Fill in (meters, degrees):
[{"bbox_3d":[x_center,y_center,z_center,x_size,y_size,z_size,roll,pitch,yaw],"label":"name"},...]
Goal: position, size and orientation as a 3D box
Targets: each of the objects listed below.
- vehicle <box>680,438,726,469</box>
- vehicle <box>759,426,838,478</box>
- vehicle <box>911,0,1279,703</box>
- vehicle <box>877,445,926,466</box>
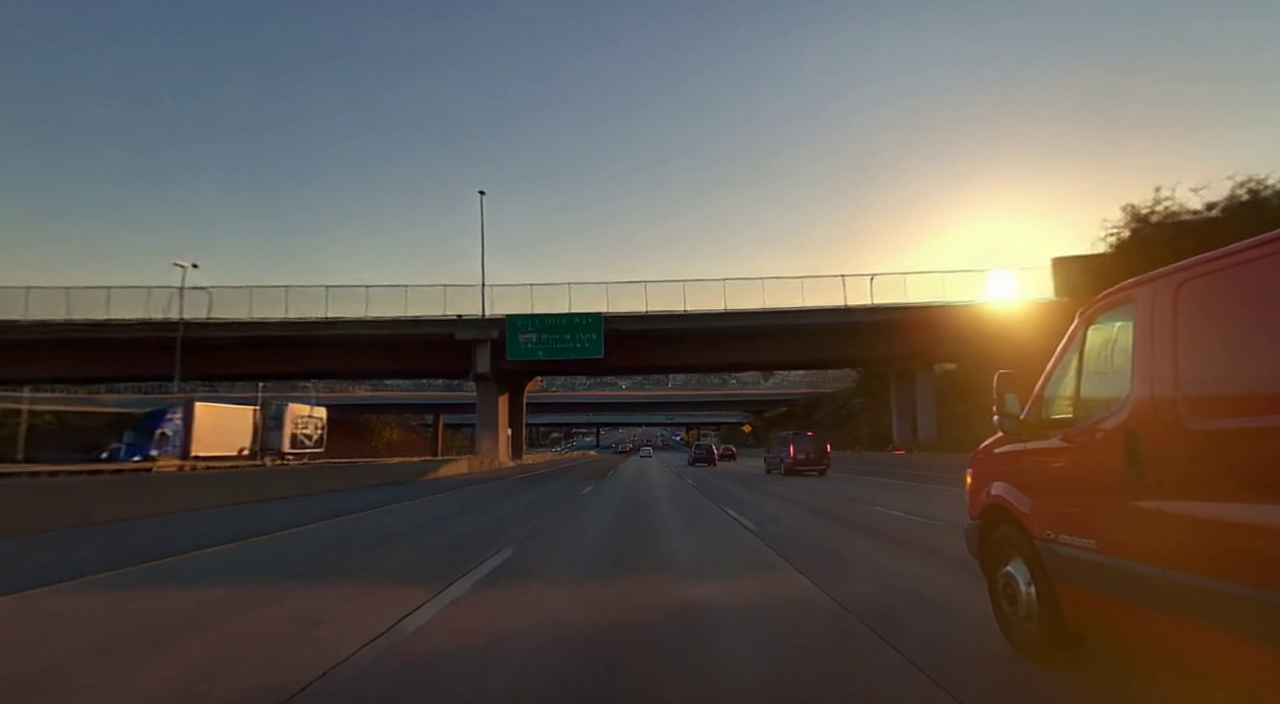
[{"bbox_3d":[4.143,6.821,42.637,2.464,1.961,5.520,0,-8,-1],"label":"vehicle"},{"bbox_3d":[7.419,4.759,30.204,2.301,2.203,5.419,0,-8,0],"label":"vehicle"},{"bbox_3d":[3.257,0.118,1.022,2.436,2.745,7.034,0,-8,0],"label":"vehicle"},{"bbox_3d":[19.099,7.531,46.186,1.802,1.463,4.148,0,-8,0],"label":"vehicle"}]
